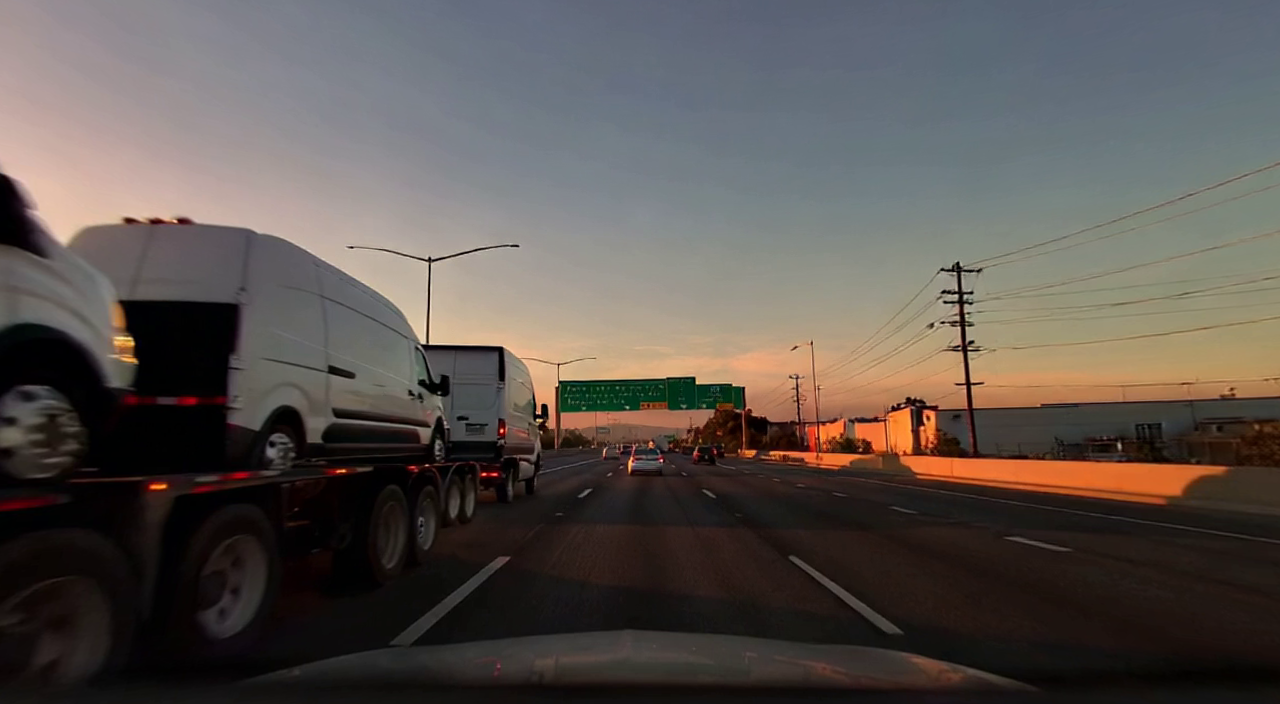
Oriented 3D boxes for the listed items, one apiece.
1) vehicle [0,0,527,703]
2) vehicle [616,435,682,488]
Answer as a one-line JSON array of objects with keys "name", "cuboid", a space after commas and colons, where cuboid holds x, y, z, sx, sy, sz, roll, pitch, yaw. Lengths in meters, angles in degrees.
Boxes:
[{"name": "vehicle", "cuboid": [-3.925, -0.033, 4.728, 2.888, 4.308, 16.259, 0, -8, 1]}, {"name": "vehicle", "cuboid": [0.301, 4.177, 24.510, 2.279, 1.837, 4.747, 0, -8, 0]}]
